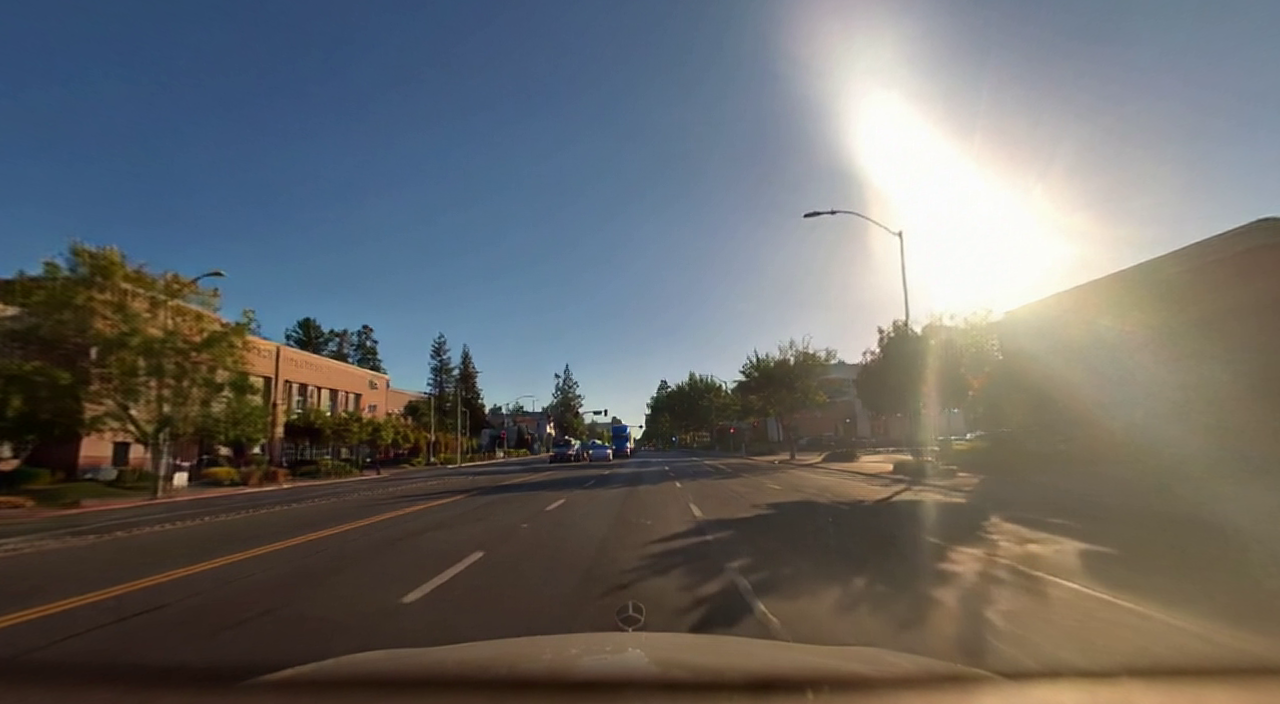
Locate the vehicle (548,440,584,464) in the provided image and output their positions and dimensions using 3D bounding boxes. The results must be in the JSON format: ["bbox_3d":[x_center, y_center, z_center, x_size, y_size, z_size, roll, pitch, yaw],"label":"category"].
[{"bbox_3d":[-5.609,7.669,48.384,2.179,1.750,4.621,0,-8,0],"label":"vehicle"}]
